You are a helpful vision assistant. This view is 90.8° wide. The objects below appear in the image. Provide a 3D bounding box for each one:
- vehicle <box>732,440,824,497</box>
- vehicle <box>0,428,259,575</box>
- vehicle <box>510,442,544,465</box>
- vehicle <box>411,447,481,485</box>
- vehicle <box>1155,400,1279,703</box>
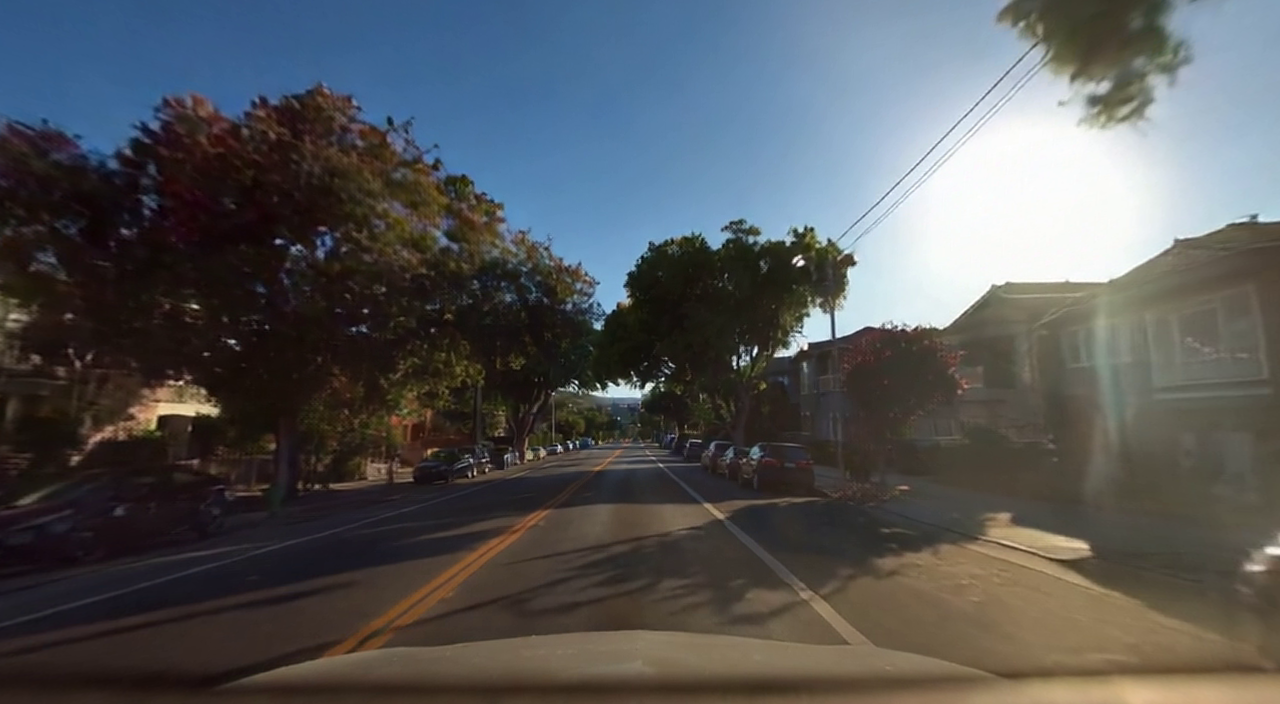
[{"bbox_3d":[4.096,3.499,19.427,1.845,1.556,3.929,0,-8,-1],"label":"vehicle"},{"bbox_3d":[-8.110,2.160,9.709,1.932,1.708,4.460,-1,-10,-4],"label":"vehicle"},{"bbox_3d":[-8.369,7.496,47.024,1.883,1.565,3.655,-2,-8,-1],"label":"vehicle"},{"bbox_3d":[-8.221,4.834,27.135,1.852,1.482,3.916,-1,-9,-1],"label":"vehicle"},{"bbox_3d":[4.398,0.881,1.840,2.034,1.674,4.271,0,-8,-3],"label":"vehicle"}]
